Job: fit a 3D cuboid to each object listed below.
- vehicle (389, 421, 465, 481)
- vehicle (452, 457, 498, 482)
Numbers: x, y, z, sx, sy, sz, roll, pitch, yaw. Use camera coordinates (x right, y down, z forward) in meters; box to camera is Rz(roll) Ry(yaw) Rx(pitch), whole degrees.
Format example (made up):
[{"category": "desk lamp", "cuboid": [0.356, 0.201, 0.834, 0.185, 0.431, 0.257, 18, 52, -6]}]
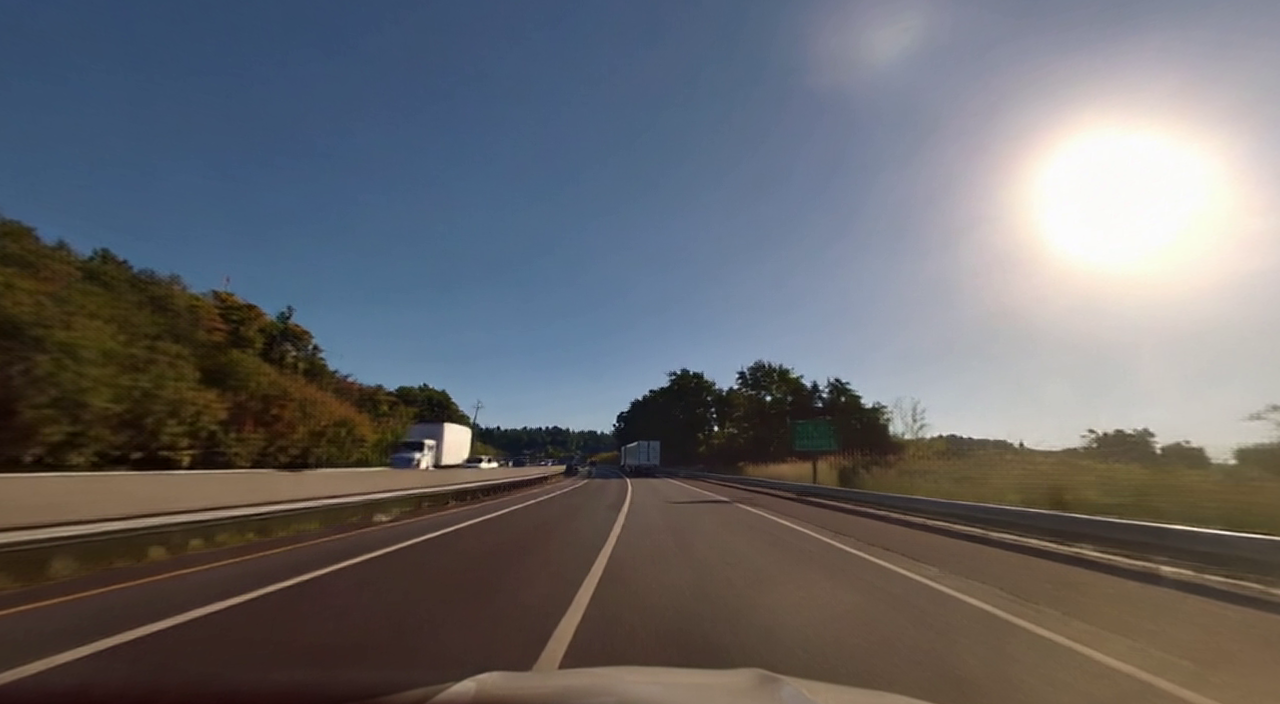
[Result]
[{"category": "vehicle", "cuboid": [-15.632, 7.390, 46.741, 3.462, 4.089, 5.413, 1, -11, 0]}, {"category": "vehicle", "cuboid": [-11.321, 8.104, 43.485, 1.919, 1.589, 4.558, 1, -11, -1]}]
